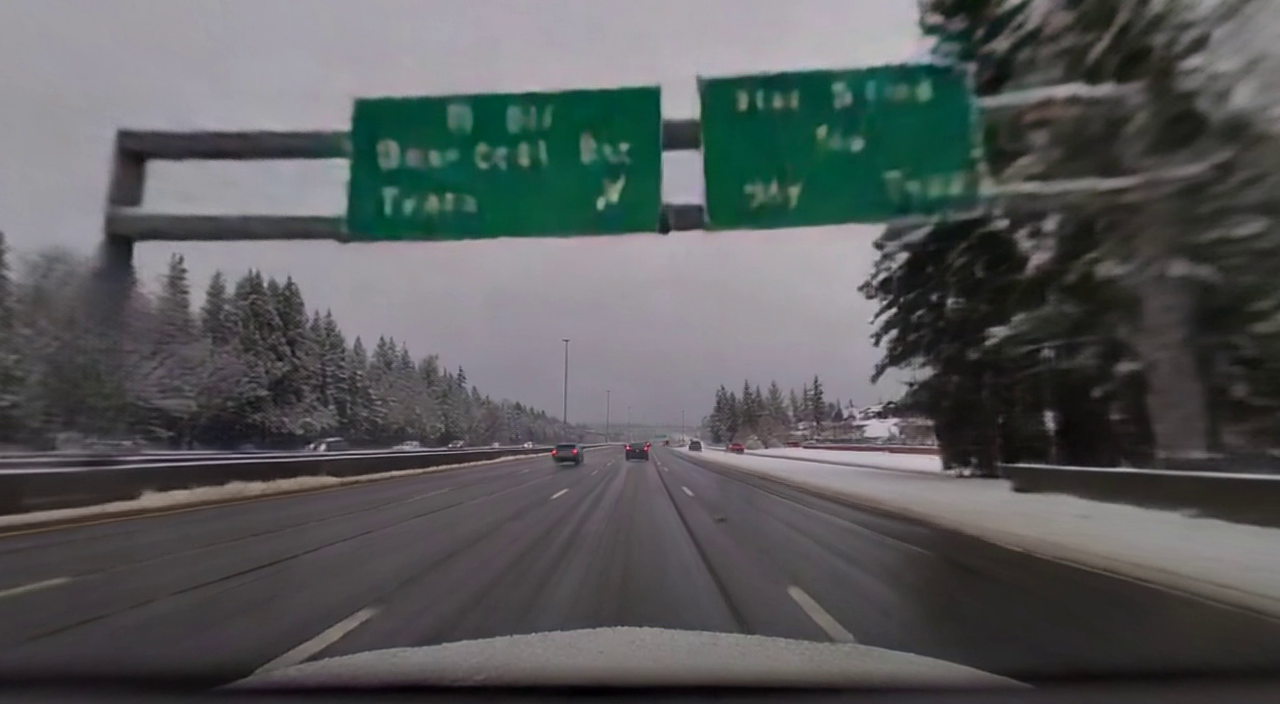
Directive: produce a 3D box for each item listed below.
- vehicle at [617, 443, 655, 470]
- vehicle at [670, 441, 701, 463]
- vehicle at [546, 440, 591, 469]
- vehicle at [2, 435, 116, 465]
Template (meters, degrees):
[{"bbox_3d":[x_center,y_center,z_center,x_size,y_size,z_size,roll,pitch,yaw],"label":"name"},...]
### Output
[{"bbox_3d":[-0.235,6.112,37.348,2.146,1.485,4.332,0,-8,0],"label":"vehicle"},{"bbox_3d":[3.481,7.753,49.312,2.084,1.624,3.935,0,-8,0],"label":"vehicle"},{"bbox_3d":[-4.468,6.473,40.174,2.260,1.706,4.177,0,-8,1],"label":"vehicle"},{"bbox_3d":[-38.269,6.487,41.952,2.353,1.858,5.435,0,-8,0],"label":"vehicle"}]
